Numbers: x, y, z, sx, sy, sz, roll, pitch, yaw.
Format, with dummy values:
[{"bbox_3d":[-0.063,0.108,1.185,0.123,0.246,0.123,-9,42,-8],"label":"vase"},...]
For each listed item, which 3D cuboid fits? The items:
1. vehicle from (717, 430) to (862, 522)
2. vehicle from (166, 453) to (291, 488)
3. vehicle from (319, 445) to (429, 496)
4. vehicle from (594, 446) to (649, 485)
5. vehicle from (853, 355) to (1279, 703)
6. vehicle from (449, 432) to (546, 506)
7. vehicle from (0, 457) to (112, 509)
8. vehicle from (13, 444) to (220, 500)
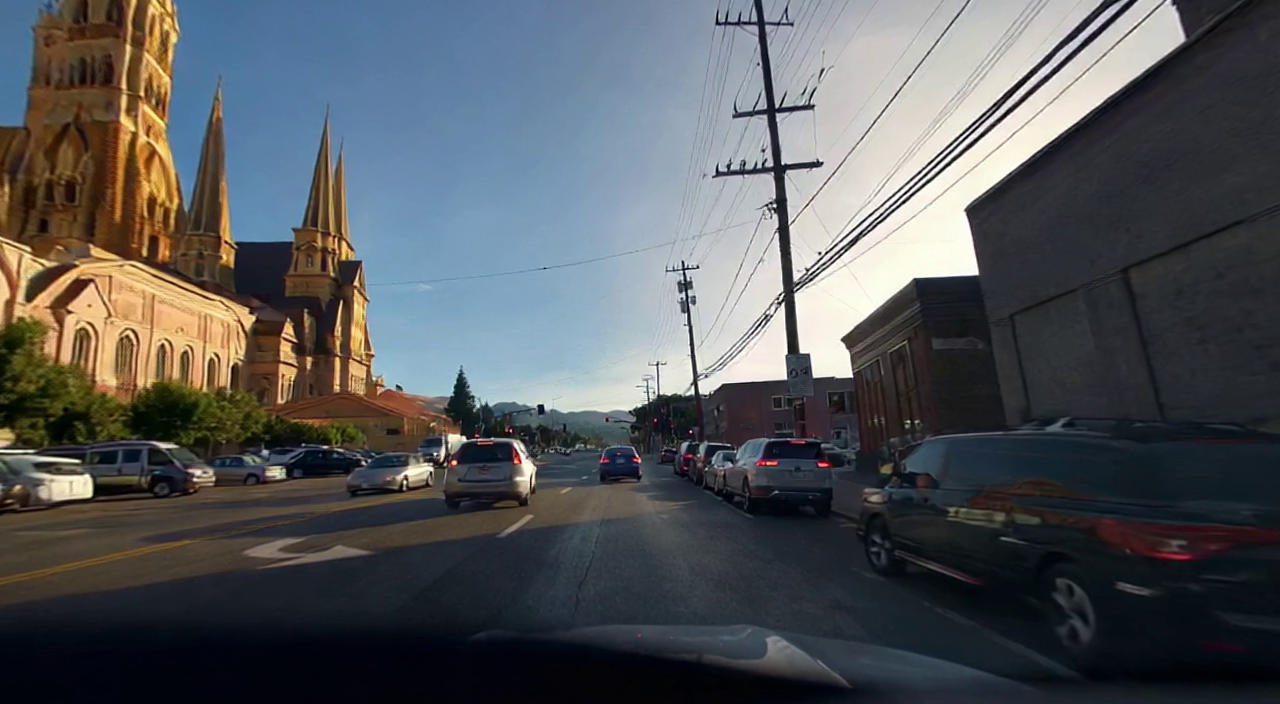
[{"bbox_3d":[3.382,2.936,15.510,2.106,1.750,5.328,3,-9,-2],"label":"vehicle"},{"bbox_3d":[-19.105,5.502,29.473,4.465,1.496,1.836,0,-9,0],"label":"vehicle"},{"bbox_3d":[-9.074,4.041,21.972,1.996,1.547,4.238,0,-9,-1],"label":"vehicle"},{"bbox_3d":[-0.699,4.595,26.010,2.049,1.453,4.299,0,-9,0],"label":"vehicle"},{"bbox_3d":[3.622,1.305,5.144,2.133,1.791,4.642,2,-9,-1],"label":"vehicle"},{"bbox_3d":[-3.716,3.108,17.304,2.240,1.731,4.470,1,-9,-8],"label":"vehicle"},{"bbox_3d":[-19.134,3.954,19.315,4.252,1.451,1.914,0,-9,1],"label":"vehicle"},{"bbox_3d":[-18.653,4.266,22.761,5.376,1.885,2.218,0,-9,-1],"label":"vehicle"}]
